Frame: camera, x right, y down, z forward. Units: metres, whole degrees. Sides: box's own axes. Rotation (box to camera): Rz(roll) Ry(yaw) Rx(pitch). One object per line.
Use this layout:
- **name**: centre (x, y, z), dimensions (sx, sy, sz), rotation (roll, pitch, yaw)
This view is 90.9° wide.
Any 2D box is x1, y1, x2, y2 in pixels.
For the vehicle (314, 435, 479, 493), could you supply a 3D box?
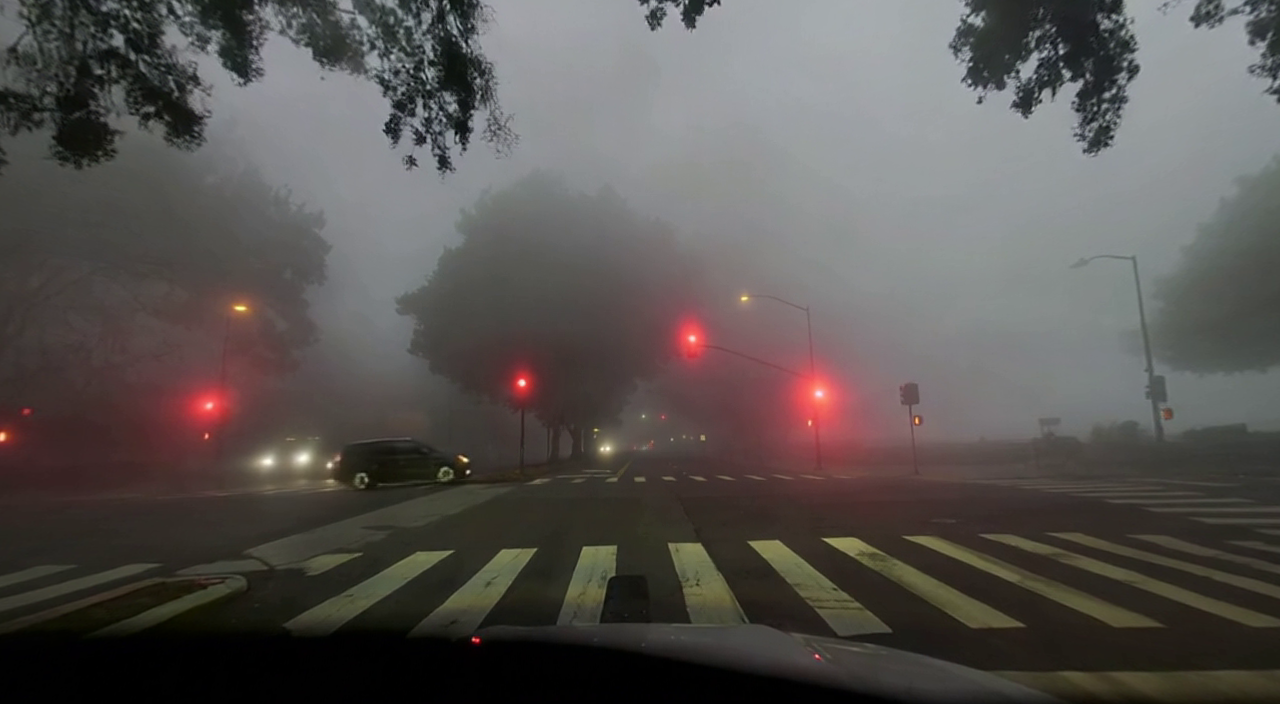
- **vehicle**: centre (-7.878, 3.571, 20.531), dimensions (4.569, 1.658, 2.153), rotation (5, -10, -33)

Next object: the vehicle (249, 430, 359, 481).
- **vehicle**: centre (-18.529, 5.735, 35.237), dimensions (2.557, 2.580, 5.856), rotation (-1, -8, 4)
